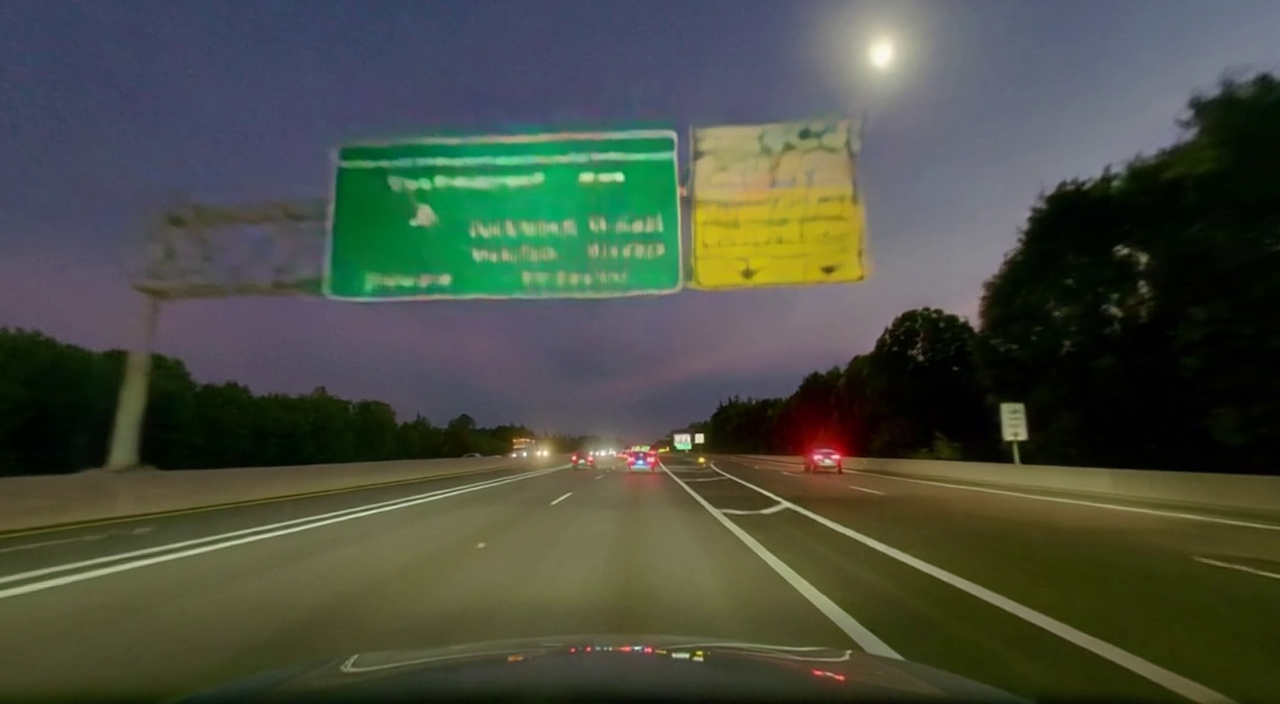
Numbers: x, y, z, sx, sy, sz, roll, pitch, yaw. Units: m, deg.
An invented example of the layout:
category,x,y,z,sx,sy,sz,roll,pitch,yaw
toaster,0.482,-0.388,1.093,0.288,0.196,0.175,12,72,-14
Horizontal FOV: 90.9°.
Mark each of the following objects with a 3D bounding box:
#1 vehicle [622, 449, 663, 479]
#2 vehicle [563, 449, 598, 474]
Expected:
category,x,y,z,sx,sy,sz,roll,pitch,yaw
vehicle,0.092,5.735,32.424,2.002,1.449,3.612,0,-9,-1
vehicle,-3.868,7.189,41.580,1.877,1.504,3.799,0,-9,1
